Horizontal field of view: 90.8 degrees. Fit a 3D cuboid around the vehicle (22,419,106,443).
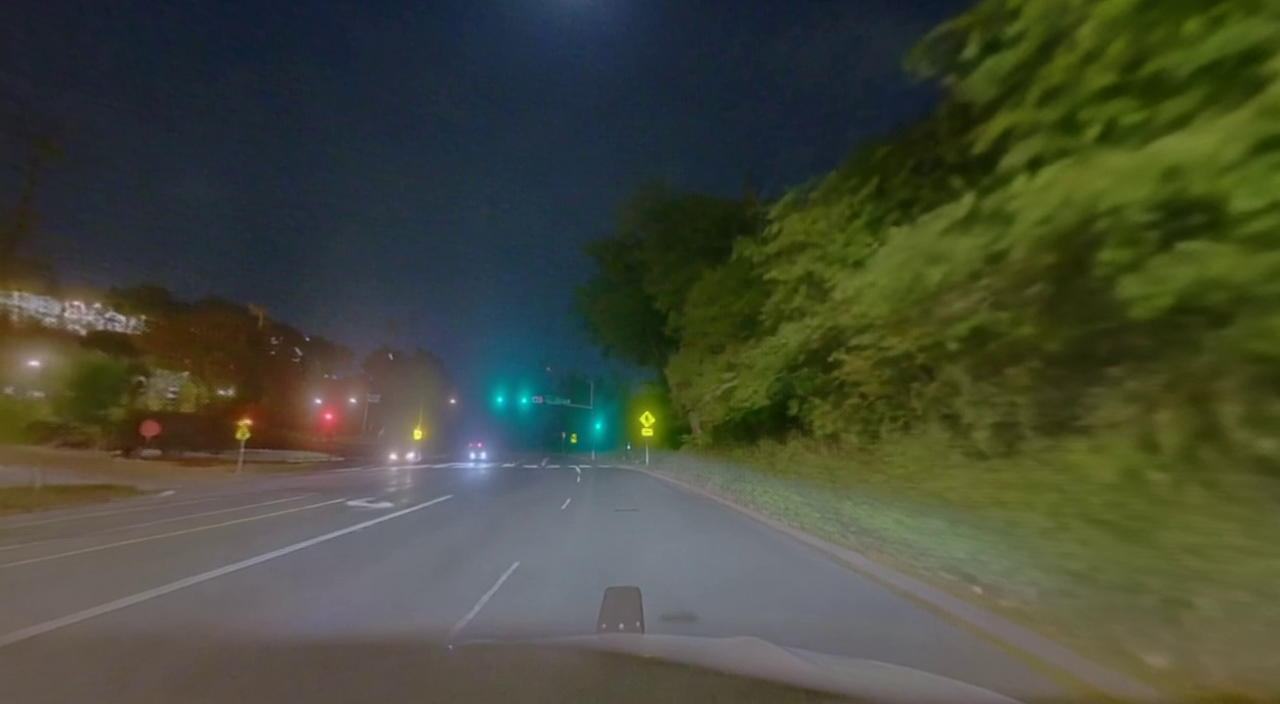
[{"bbox_3d":[-44.368,6.097,48.694,5.006,1.561,1.894,0,-15,10],"label":"vehicle"}]
